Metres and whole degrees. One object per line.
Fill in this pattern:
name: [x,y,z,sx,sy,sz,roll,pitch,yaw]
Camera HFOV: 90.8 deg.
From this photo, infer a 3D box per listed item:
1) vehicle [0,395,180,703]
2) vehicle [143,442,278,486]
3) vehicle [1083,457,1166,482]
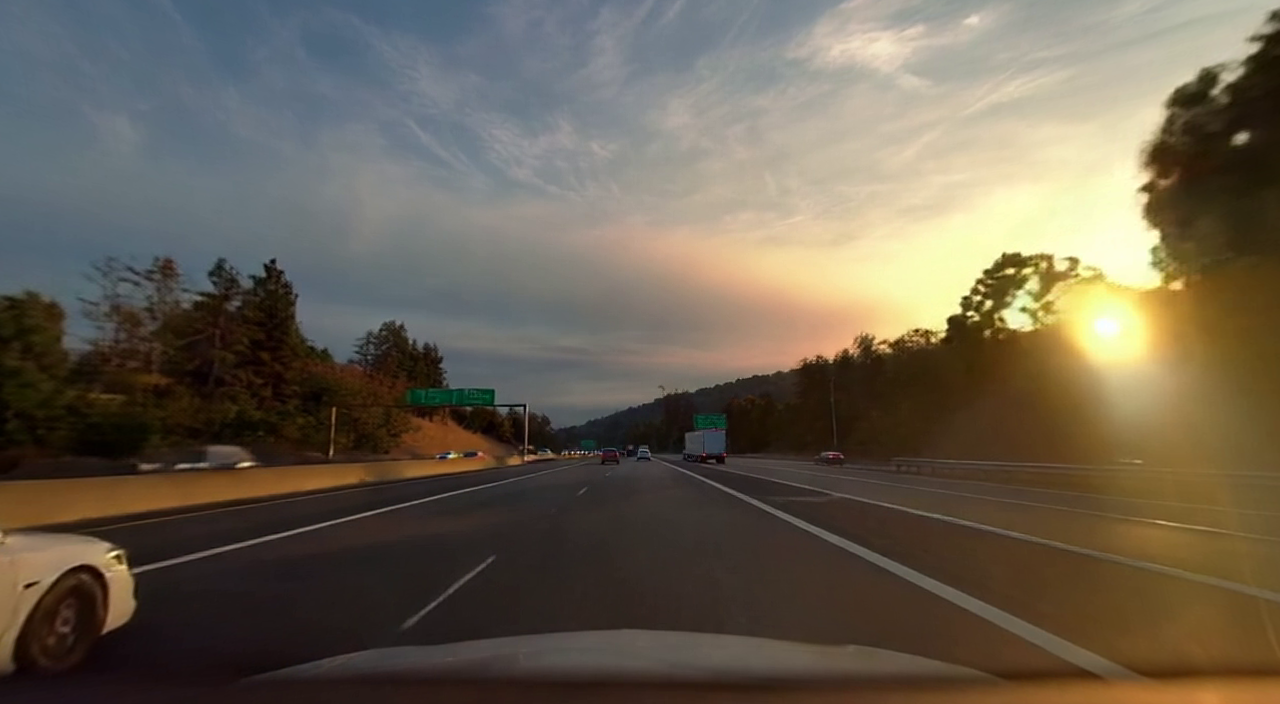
vehicle: [-4.078,0.855,2.012,1.988,1.585,4.215,0,-9,0]
vehicle: [-16.221,4.249,24.197,2.033,1.526,4.528,0,-9,0]
vehicle: [36.708,8.878,47.888,4.726,1.766,1.973,-8,-12,41]
